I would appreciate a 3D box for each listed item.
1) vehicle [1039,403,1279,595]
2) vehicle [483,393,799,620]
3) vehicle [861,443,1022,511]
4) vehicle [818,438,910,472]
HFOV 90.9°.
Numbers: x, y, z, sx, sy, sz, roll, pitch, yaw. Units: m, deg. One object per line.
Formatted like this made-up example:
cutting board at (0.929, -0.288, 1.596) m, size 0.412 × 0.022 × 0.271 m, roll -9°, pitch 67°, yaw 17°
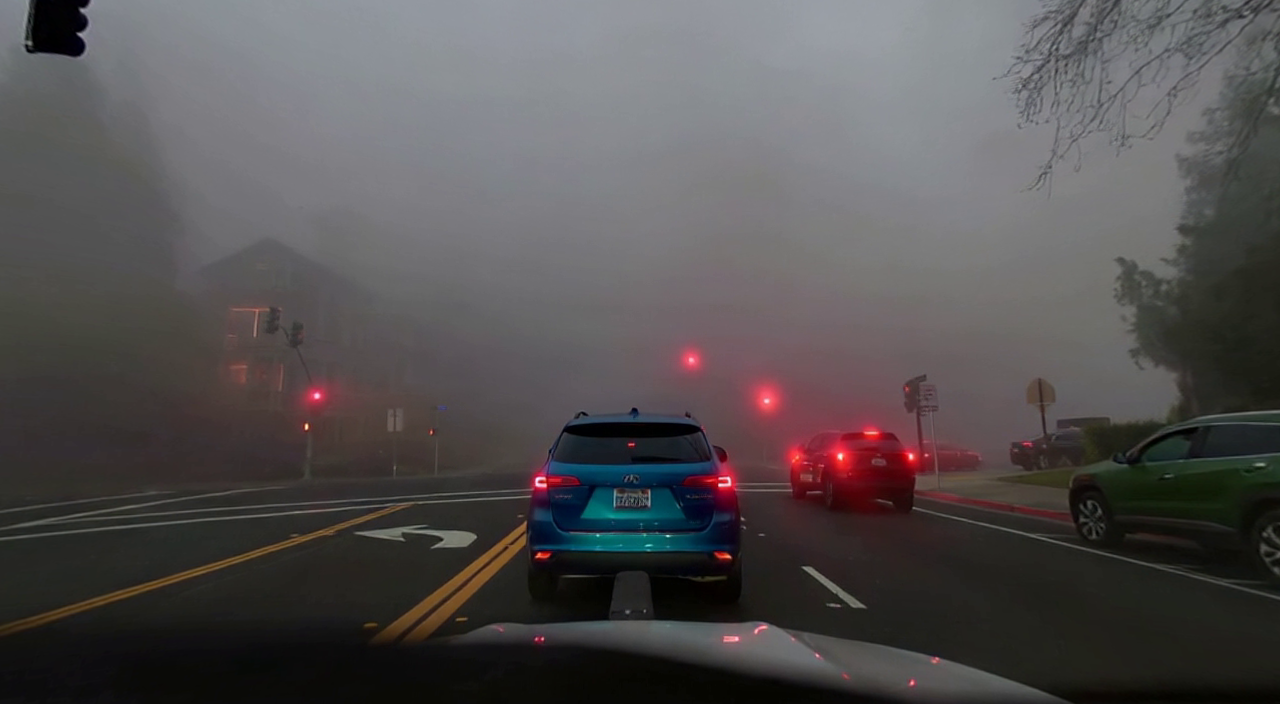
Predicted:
vehicle at (7.016, 1.546, 7.049) m, size 1.989 × 1.791 × 4.735 m, roll 0°, pitch -8°, yaw 0°
vehicle at (0.035, 1.461, 6.904) m, size 2.322 × 1.667 × 4.367 m, roll 0°, pitch -8°, yaw 1°
vehicle at (7.277, 3.011, 15.818) m, size 1.860 × 1.436 × 4.479 m, roll 0°, pitch -8°, yaw 0°
vehicle at (11.177, 5.069, 31.306) m, size 4.755 × 1.527 × 2.077 m, roll 7°, pitch -11°, yaw -40°
